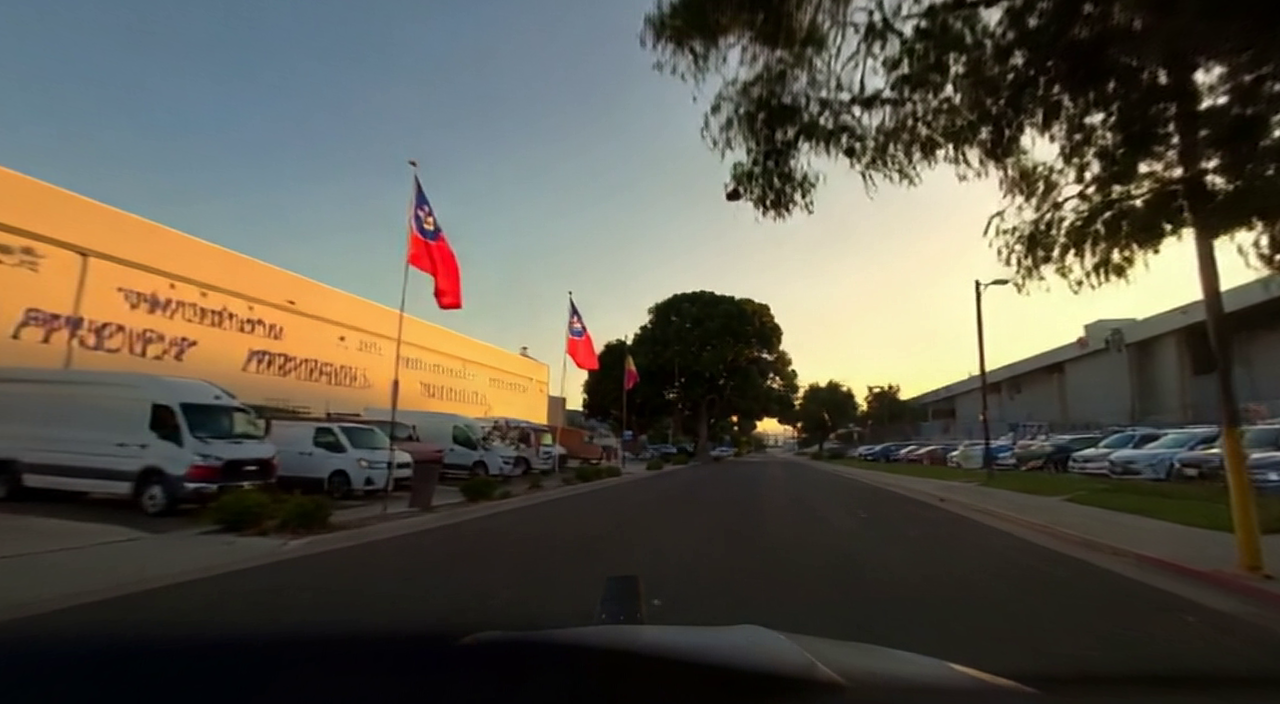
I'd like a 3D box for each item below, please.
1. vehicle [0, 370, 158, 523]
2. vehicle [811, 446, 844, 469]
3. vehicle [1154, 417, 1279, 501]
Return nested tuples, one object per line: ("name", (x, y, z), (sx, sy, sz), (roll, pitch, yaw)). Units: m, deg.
("vehicle", (-11.917, 1.519, 10.575), (6.632, 2.126, 2.228), (-2, -7, 13))
("vehicle", (14.381, 8.112, 48.658), (2.026, 1.659, 4.314), (-2, -8, 11))
("vehicle", (14.737, 2.407, 14.483), (4.766, 1.676, 2.167), (3, -9, -17))
